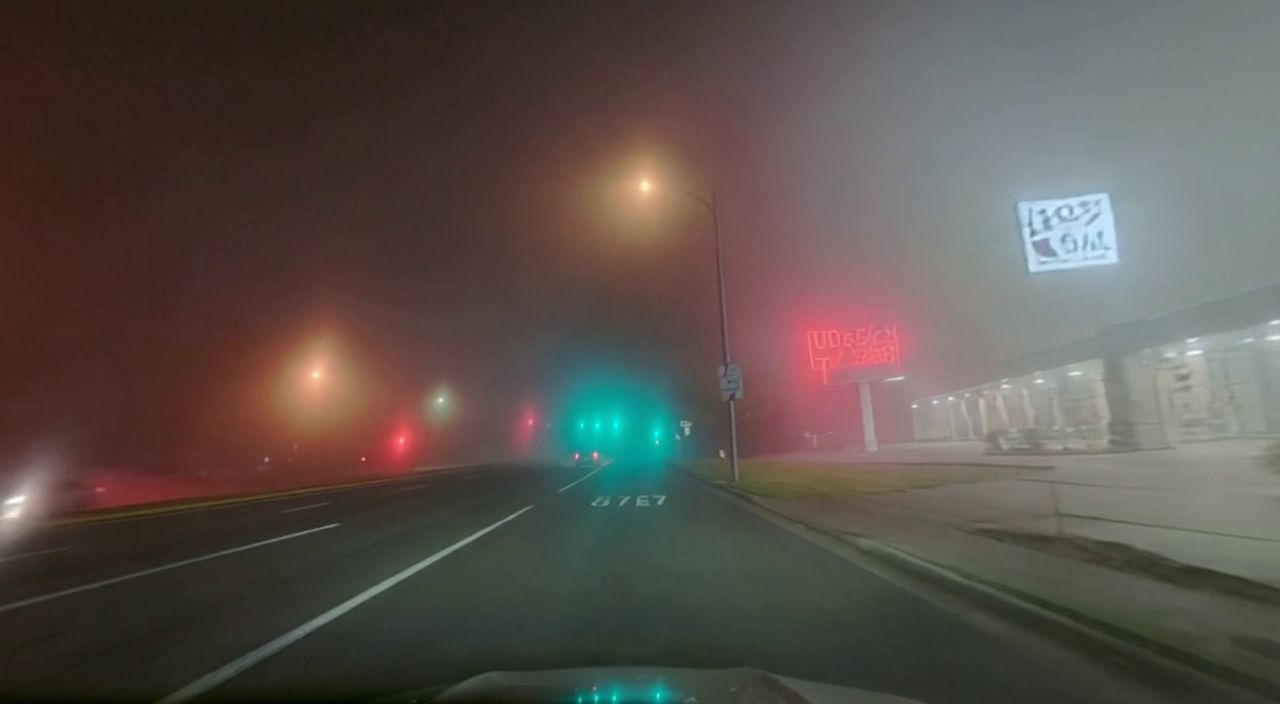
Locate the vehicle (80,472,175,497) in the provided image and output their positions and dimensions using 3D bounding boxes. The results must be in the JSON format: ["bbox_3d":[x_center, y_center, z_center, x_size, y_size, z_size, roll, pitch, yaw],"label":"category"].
[{"bbox_3d":[-35.255,9.137,43.533,4.614,1.534,2.229,-1,-8,3],"label":"vehicle"}]
